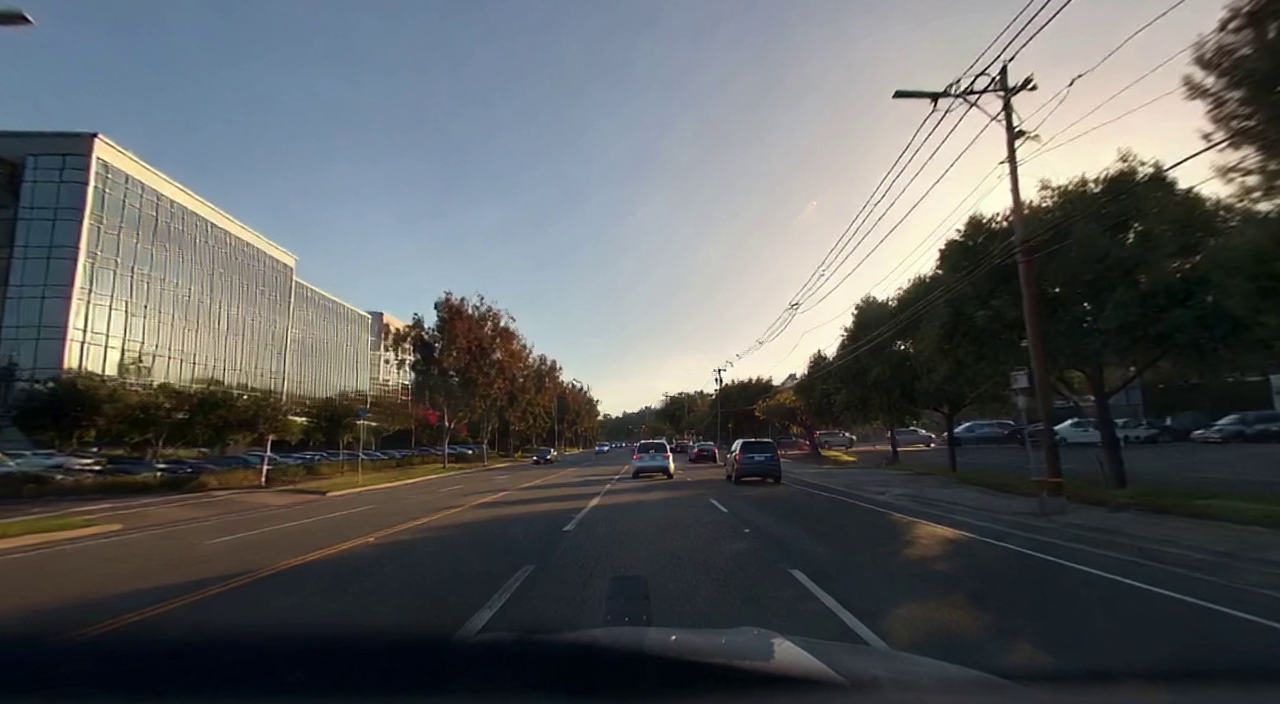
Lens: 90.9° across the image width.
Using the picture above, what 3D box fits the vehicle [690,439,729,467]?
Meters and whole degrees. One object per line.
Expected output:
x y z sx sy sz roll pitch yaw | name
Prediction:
4.392 6.488 40.627 2.024 1.711 4.512 0 -9 0 | vehicle

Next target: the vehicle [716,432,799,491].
3.678 3.512 20.483 1.914 1.698 4.049 0 -9 0 | vehicle

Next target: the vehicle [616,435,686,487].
0.373 3.778 22.144 2.200 1.653 4.127 0 -9 1 | vehicle
